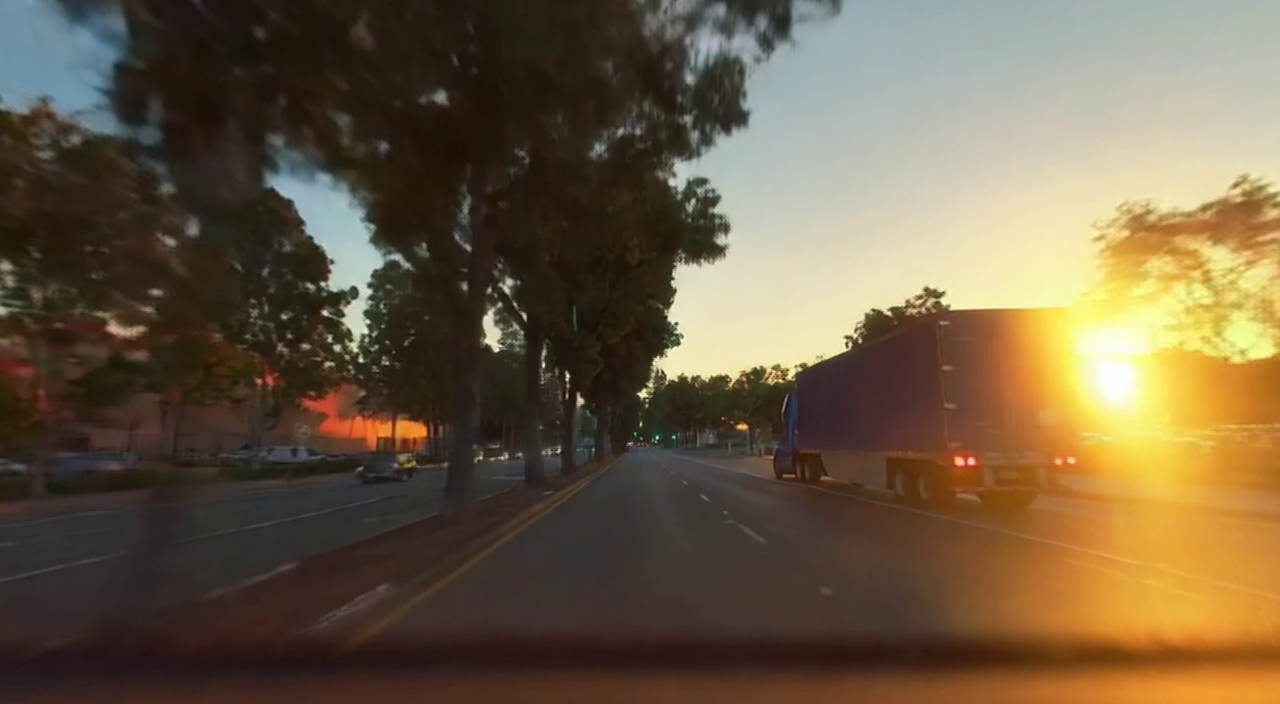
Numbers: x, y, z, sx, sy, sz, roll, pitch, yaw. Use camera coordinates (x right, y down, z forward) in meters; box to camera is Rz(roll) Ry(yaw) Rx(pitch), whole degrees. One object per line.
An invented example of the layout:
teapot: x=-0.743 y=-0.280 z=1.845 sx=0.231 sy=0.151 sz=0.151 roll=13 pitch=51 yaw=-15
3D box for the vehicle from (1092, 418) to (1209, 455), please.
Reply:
vehicle: x=32.391 y=5.388 z=40.226 sx=5.310 sy=2.217 sz=2.276 roll=0 pitch=-8 yaw=2

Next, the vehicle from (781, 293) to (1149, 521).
vehicle: x=6.631 y=1.708 z=16.240 sx=3.120 sy=3.794 sz=11.510 roll=0 pitch=-8 yaw=-1

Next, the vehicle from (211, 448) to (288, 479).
vehicle: x=-26.153 y=7.520 z=42.539 sx=2.090 sy=1.772 sz=5.499 roll=-2 pitch=-10 yaw=-5

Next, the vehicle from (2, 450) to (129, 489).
vehicle: x=-30.326 y=6.218 z=33.622 sx=1.995 sy=1.773 sz=4.984 roll=-3 pitch=-10 yaw=2

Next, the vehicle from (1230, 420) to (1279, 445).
vehicle: x=44.474 y=5.675 z=44.614 sx=1.698 sy=1.521 sz=3.784 roll=-5 pitch=-10 yaw=-1

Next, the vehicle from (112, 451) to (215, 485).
vehicle: x=-27.992 y=6.803 z=37.405 sx=2.037 sy=1.764 sz=5.556 roll=0 pitch=-8 yaw=-4
